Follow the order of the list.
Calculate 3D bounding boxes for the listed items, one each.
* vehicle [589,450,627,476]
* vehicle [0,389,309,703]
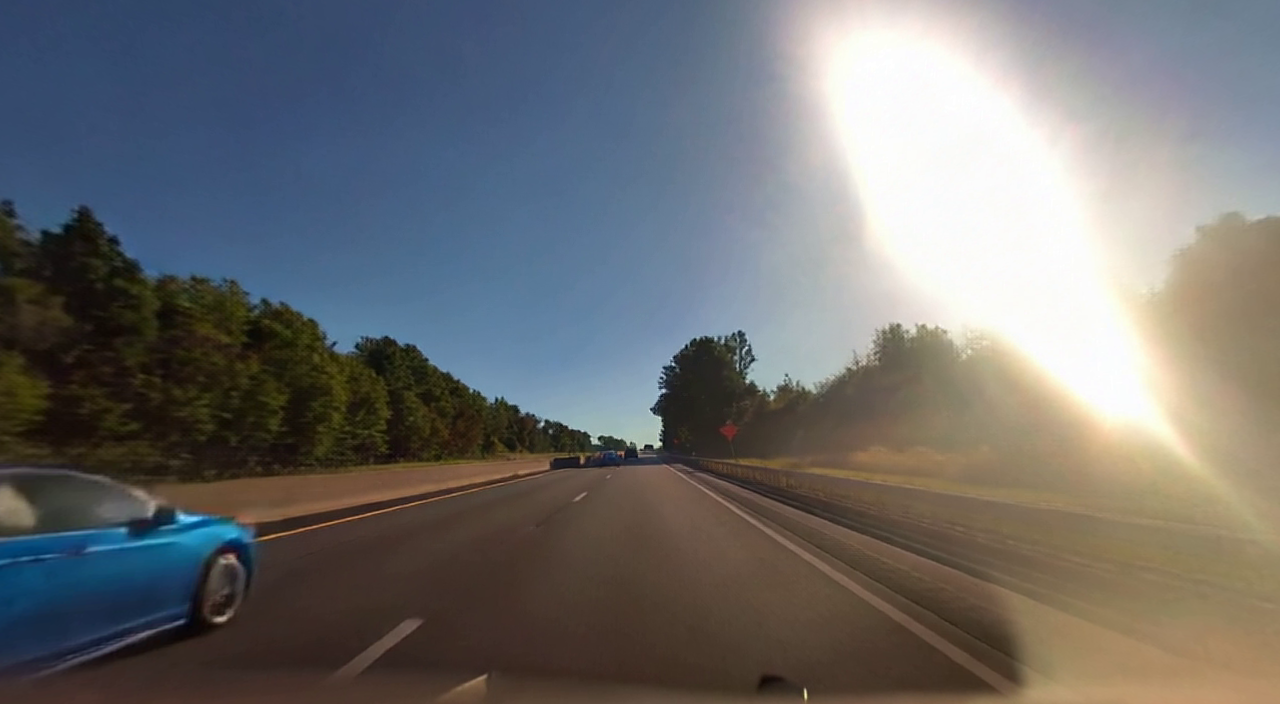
[{"bbox_3d":[-1.877,6.707,38.350,1.917,1.450,3.997,0,-9,2],"label":"vehicle"},{"bbox_3d":[-3.549,0.970,2.646,2.088,1.586,4.000,0,-9,0],"label":"vehicle"}]
